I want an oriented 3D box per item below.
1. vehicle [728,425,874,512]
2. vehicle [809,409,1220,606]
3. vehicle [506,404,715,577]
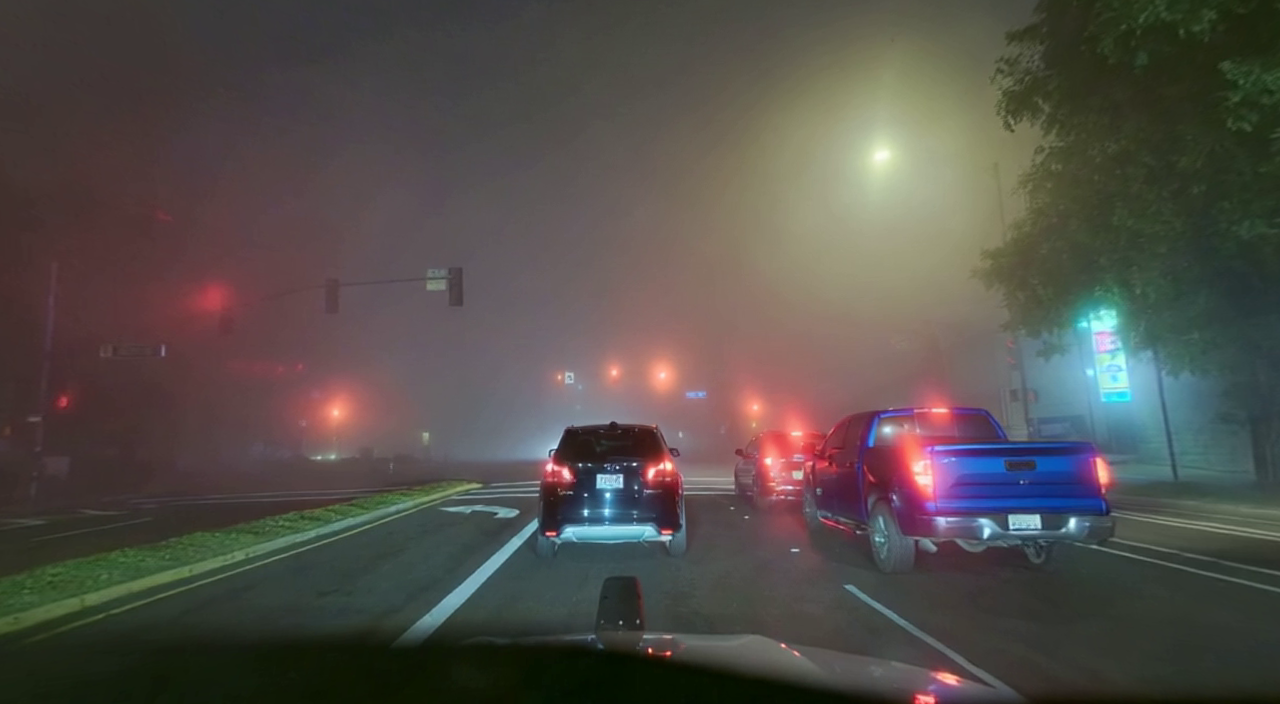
[{"bbox_3d":[3.352,2.526,14.157,2.031,1.626,4.264,0,-8,-2],"label":"vehicle"},{"bbox_3d":[3.607,1.579,7.390,1.955,1.550,4.587,0,-8,-1],"label":"vehicle"},{"bbox_3d":[-0.295,1.630,8.097,2.037,1.674,3.693,0,-8,0],"label":"vehicle"}]
